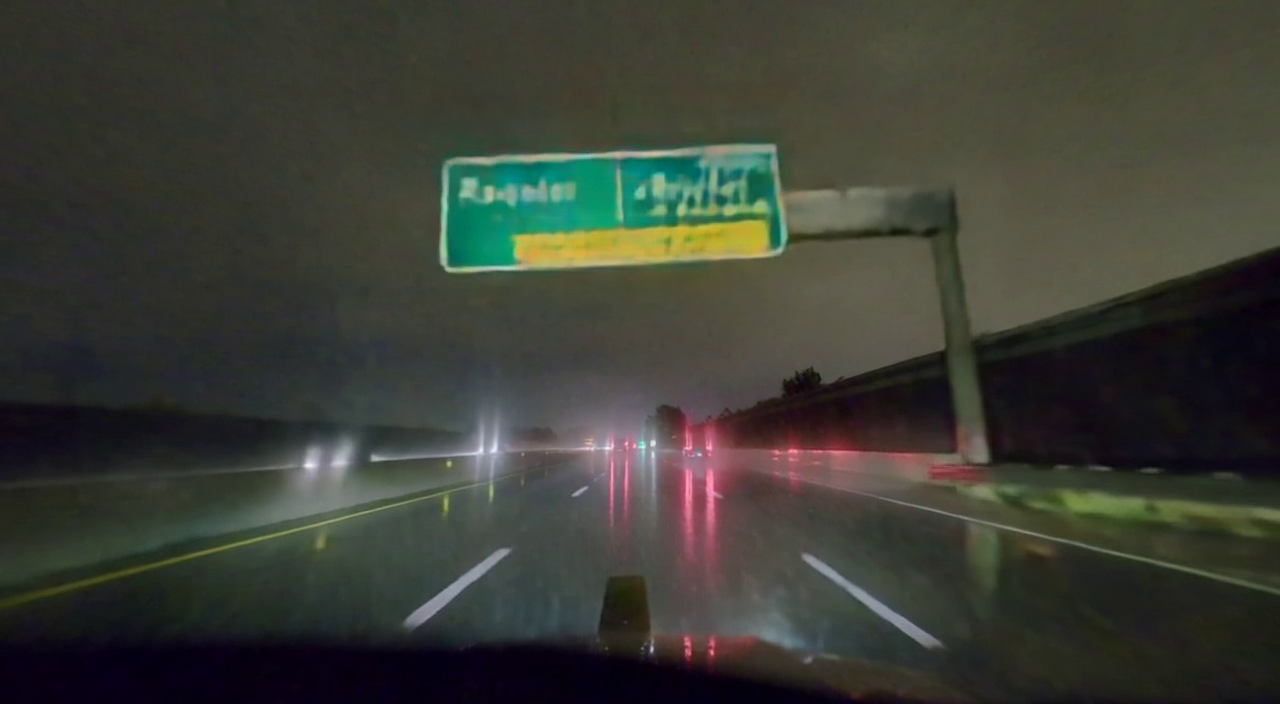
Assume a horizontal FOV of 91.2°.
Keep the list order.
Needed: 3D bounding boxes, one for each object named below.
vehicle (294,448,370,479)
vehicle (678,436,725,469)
[{"bbox_3d":[-16.461,5.958,33.813,1.899,1.568,4.182,0,-8,1],"label":"vehicle"},{"bbox_3d":[3.373,5.634,35.361,2.202,1.682,4.188,0,-8,0],"label":"vehicle"}]
